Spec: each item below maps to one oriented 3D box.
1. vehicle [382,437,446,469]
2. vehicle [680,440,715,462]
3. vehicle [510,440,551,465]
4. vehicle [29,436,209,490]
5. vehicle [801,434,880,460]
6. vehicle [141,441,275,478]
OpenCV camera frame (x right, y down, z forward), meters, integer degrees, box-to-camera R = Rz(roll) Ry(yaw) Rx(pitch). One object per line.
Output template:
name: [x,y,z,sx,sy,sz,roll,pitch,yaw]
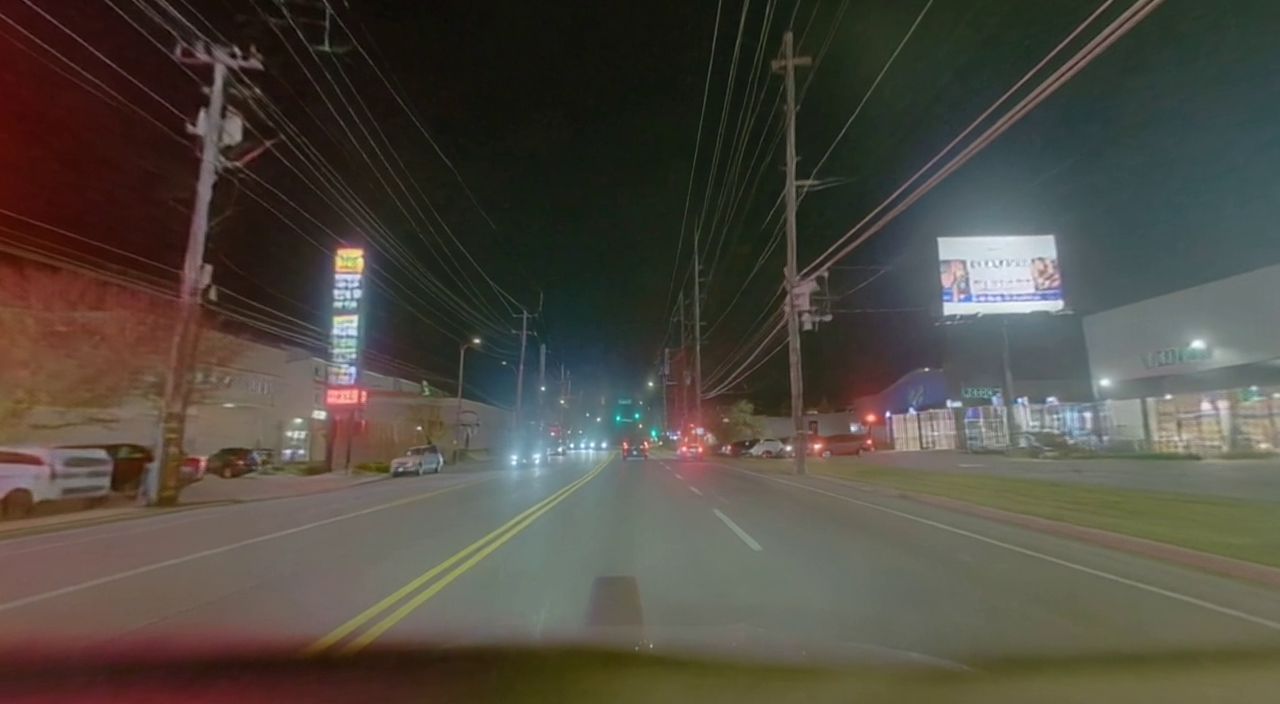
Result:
vehicle: [-13.814,6.195,38.954,2.044,1.830,4.800,-1,-9,2]
vehicle: [4.009,6.945,44.469,1.926,1.482,4.442,0,-8,-1]
vehicle: [-7.412,6.843,43.117,1.952,1.536,4.623,0,-9,0]
vehicle: [-18.370,3.921,22.476,4.455,1.772,2.048,0,-9,-3]
vehicle: [15.168,7.180,47.974,5.307,1.877,2.052,0,-8,-1]
vehicle: [-19.392,4.831,28.480,4.667,1.539,1.976,-1,-9,4]
